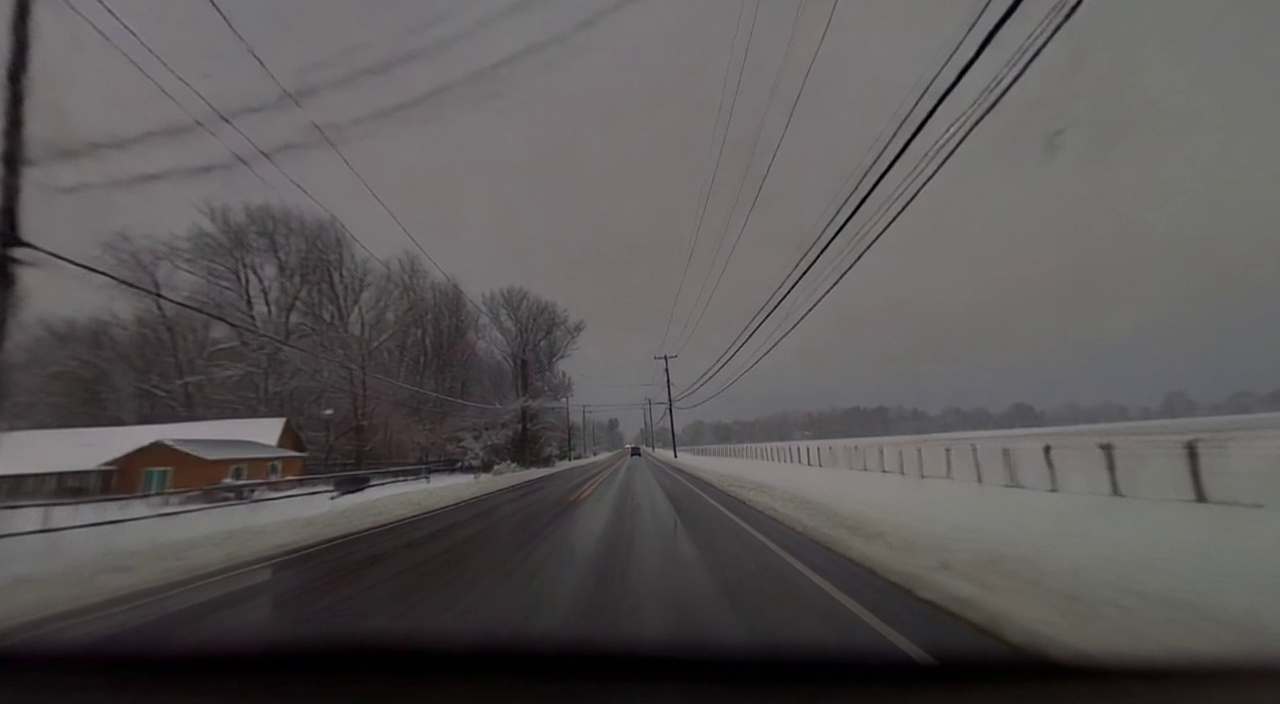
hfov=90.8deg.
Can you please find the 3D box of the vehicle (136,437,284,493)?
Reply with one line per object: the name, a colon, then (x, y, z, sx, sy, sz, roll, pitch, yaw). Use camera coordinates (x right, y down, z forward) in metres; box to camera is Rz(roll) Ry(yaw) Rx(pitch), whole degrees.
vehicle: (-27.149, 7.125, 40.454, 2.681, 3.188, 7.534, -3, -9, 18)
